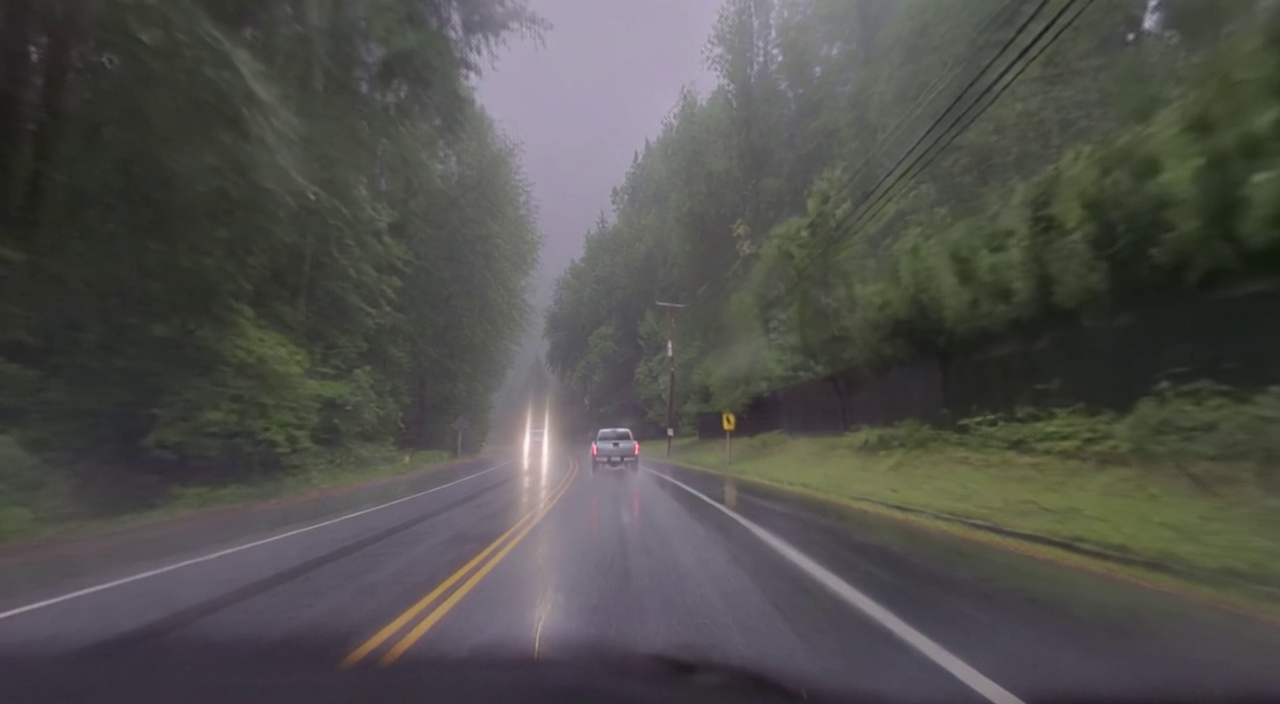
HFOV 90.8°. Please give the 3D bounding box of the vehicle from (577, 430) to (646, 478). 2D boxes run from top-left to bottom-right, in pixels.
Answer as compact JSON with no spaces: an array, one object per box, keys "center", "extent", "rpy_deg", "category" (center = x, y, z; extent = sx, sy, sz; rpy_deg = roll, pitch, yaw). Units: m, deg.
[{"center":[-1.268,4.298,26.858],"extent":[2.631,1.798,5.331],"rpy_deg":[0,-8,-4],"category":"vehicle"}]
